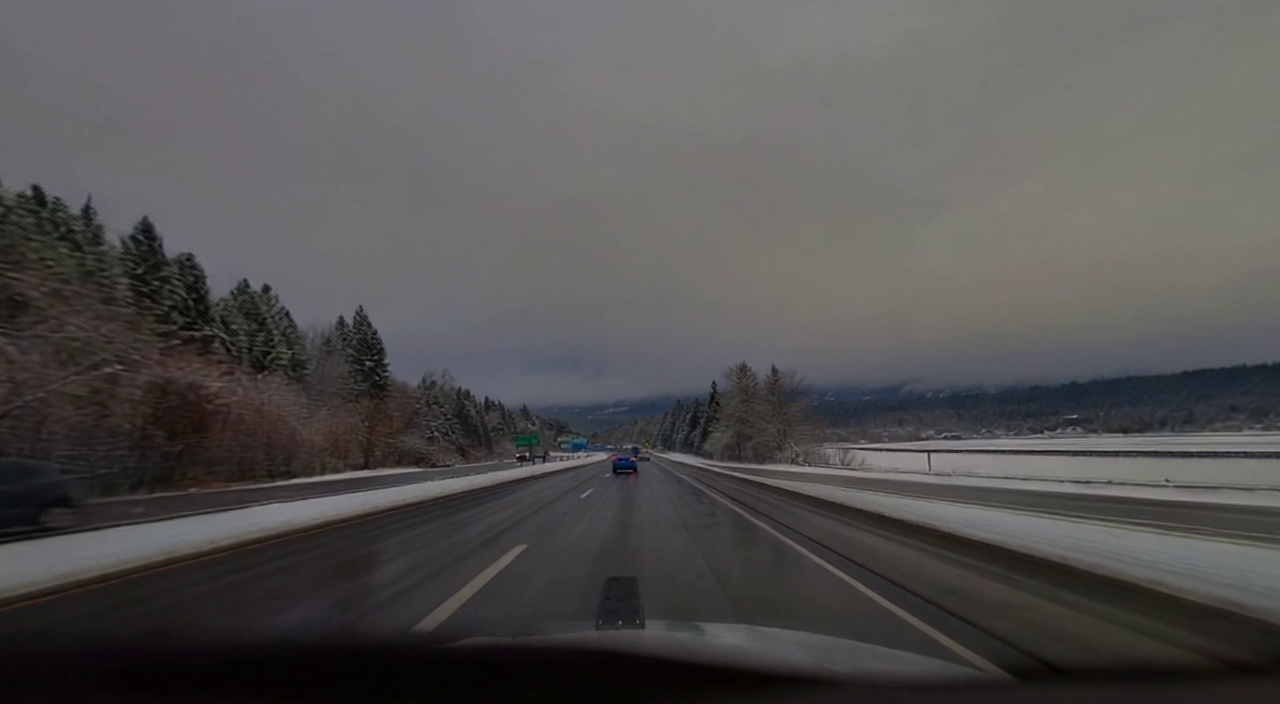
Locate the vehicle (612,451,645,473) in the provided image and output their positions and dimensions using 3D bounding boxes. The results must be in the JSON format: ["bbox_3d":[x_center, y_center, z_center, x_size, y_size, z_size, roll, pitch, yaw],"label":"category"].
[{"bbox_3d":[-0.767,7.739,44.628,2.170,1.451,4.584,0,-9,0],"label":"vehicle"}]
